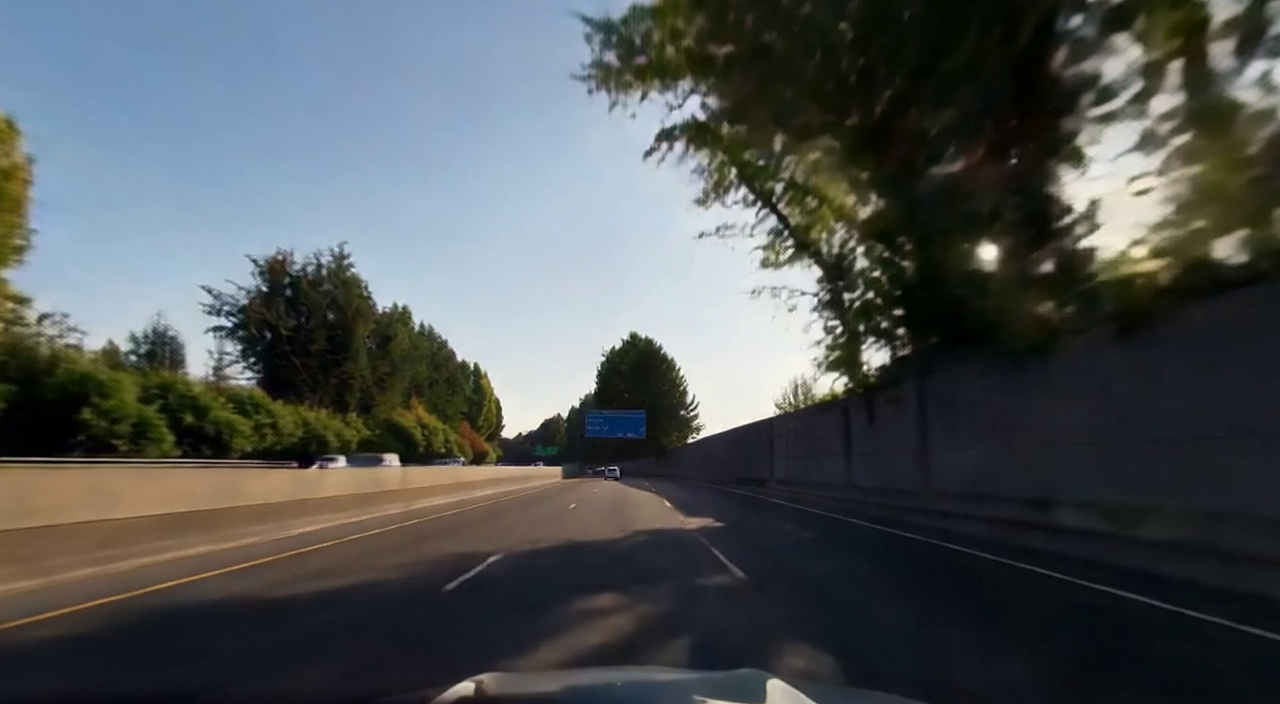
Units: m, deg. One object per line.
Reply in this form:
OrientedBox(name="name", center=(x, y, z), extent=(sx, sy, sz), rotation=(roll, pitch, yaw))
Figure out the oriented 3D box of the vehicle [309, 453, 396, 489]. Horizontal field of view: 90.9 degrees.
OrientedBox(name="vehicle", center=(-12.876, 5.370, 28.527), extent=(1.815, 1.452, 4.391), rotation=(1, -11, 0))
